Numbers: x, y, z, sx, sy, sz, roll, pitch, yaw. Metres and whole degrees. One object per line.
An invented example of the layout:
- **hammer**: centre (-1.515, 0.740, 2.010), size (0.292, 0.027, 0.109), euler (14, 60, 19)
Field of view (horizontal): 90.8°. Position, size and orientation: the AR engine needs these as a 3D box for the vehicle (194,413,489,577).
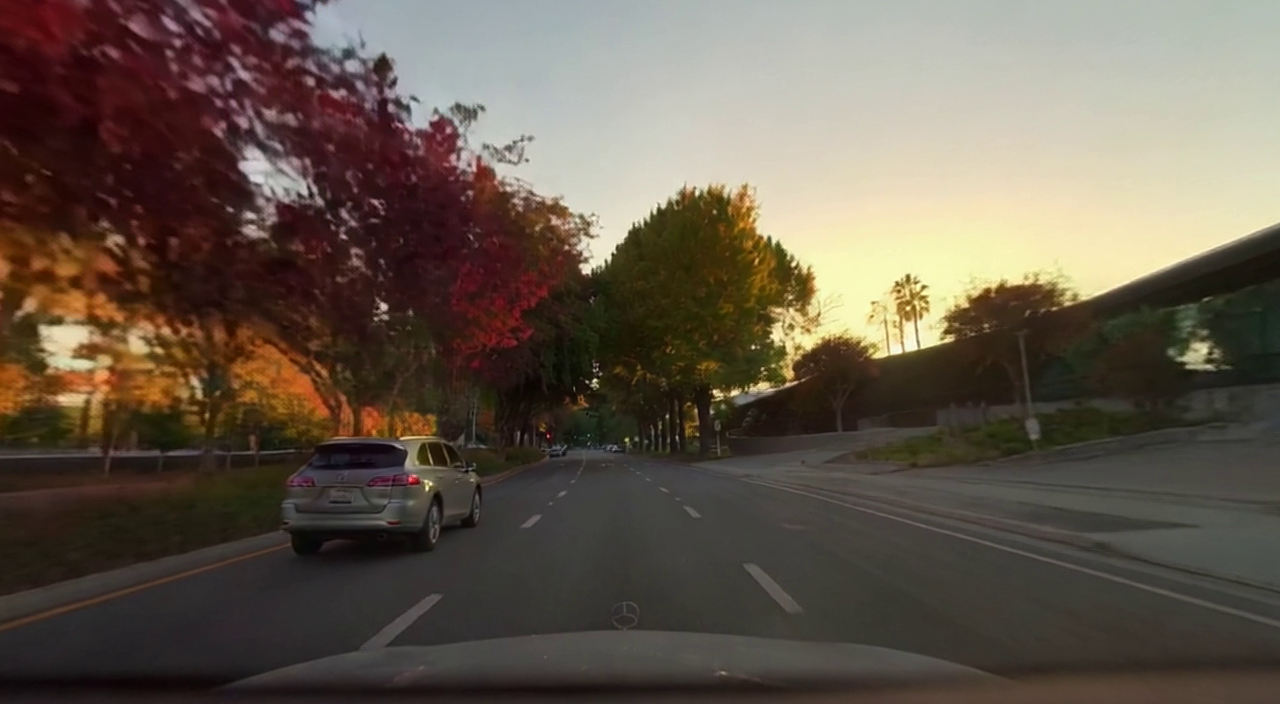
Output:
- **vehicle**: centre (-3.665, 1.837, 8.953), size (2.067, 1.700, 4.561), euler (0, -9, -2)
